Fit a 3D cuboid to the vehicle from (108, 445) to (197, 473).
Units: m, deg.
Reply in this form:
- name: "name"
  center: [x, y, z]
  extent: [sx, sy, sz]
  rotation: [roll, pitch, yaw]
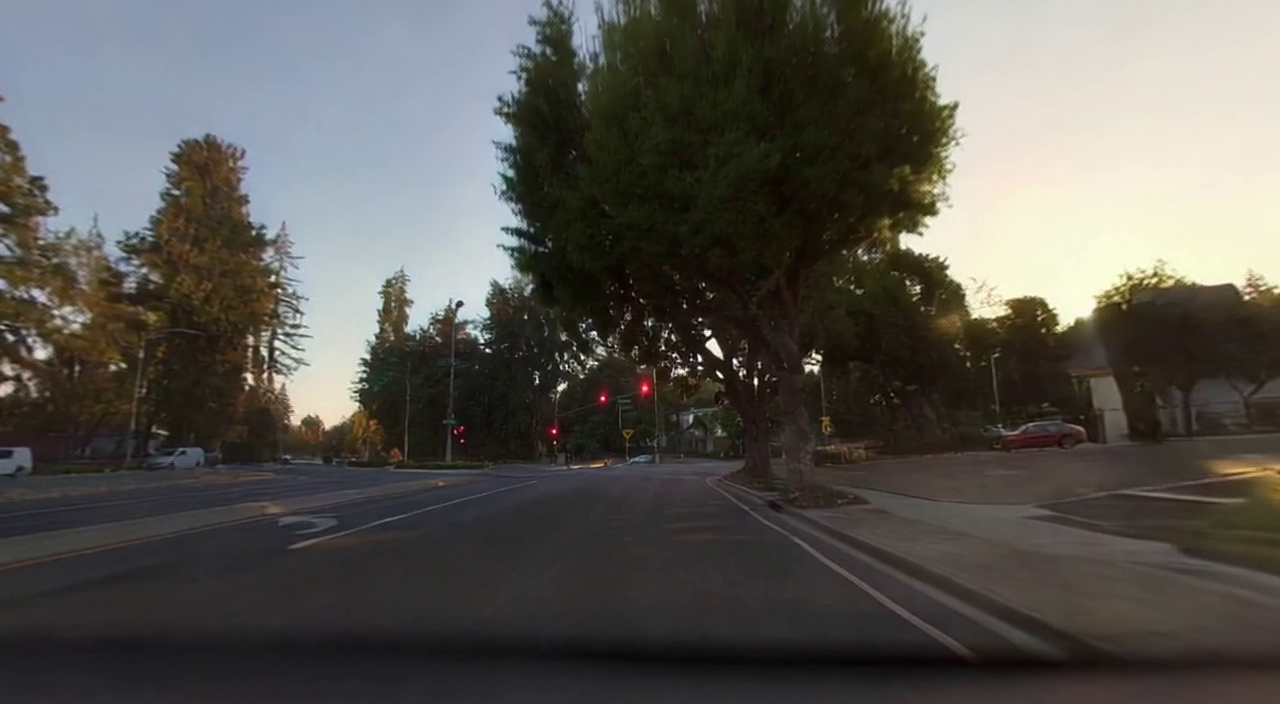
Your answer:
- name: "vehicle"
  center: [-33.365, 7.321, 43.357]
  extent: [1.913, 1.779, 4.959]
  rotation: [-1, -9, 4]
